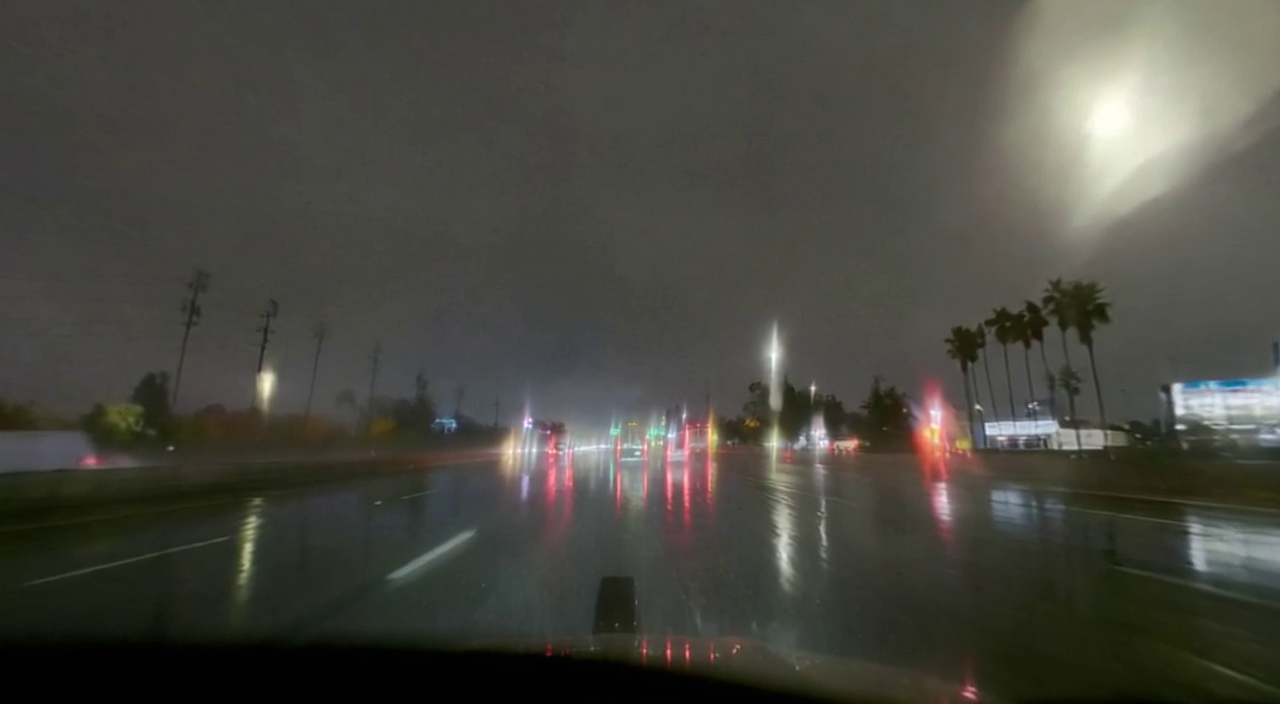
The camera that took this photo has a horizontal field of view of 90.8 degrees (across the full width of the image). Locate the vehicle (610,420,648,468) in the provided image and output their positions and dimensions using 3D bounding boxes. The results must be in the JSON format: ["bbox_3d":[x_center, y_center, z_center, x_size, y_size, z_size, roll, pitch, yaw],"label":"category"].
[{"bbox_3d":[-0.730,6.209,42.675,2.364,2.953,6.495,0,-8,-1],"label":"vehicle"}]

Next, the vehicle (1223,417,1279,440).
[{"bbox_3d":[46.134,5.747,46.928,1.731,1.599,3.847,1,-8,-5],"label":"vehicle"}]

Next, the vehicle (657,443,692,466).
[{"bbox_3d":[2.518,7.572,47.043,2.175,1.598,4.584,0,-8,-3],"label":"vehicle"}]

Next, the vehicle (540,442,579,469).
[{"bbox_3d":[-5.152,6.685,40.928,2.021,1.598,4.887,0,-8,-1],"label":"vehicle"}]
